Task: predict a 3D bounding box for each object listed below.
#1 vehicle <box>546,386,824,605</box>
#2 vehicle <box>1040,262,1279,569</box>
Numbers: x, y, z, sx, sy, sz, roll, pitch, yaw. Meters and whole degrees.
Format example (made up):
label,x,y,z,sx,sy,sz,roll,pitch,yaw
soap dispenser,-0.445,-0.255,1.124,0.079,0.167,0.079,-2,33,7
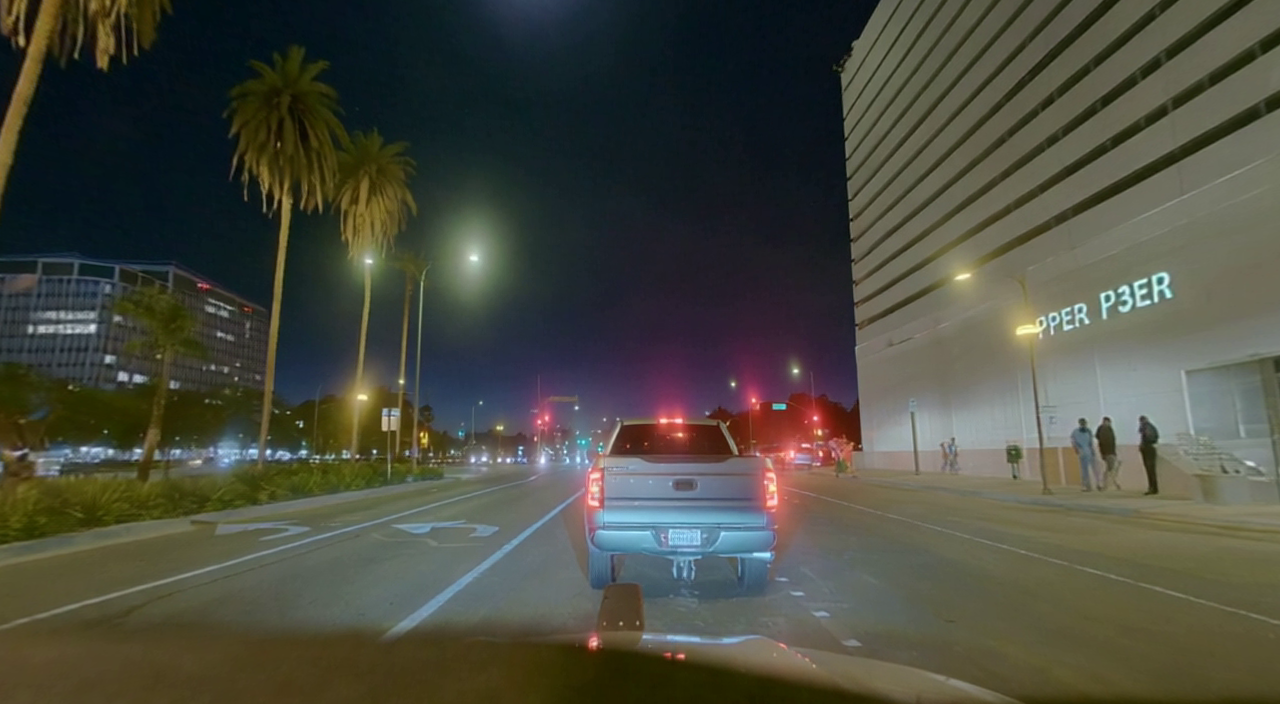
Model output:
label,x,y,z,sx,sy,sz,roll,pitch,yaw
vehicle,0.406,1.589,7.986,2.311,1.819,5.255,0,-8,1
vehicle,7.918,0.892,8.610,2.666,3.345,3.622,-1,-9,8
